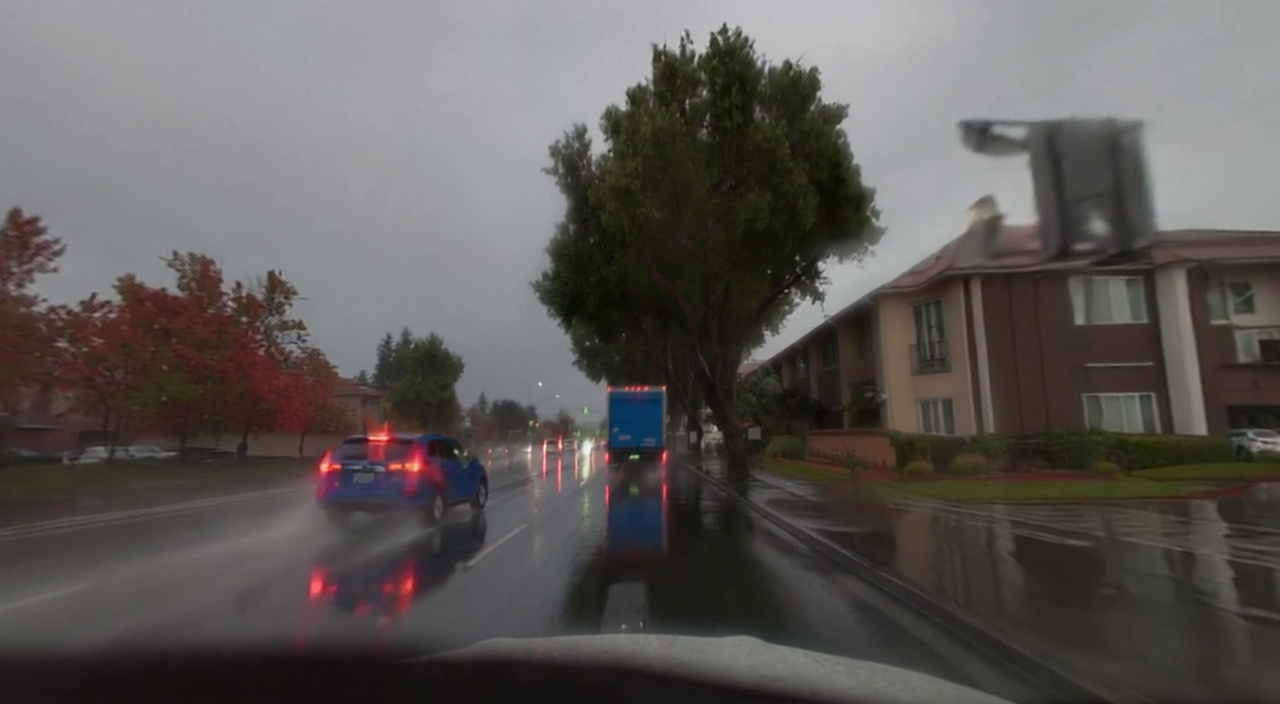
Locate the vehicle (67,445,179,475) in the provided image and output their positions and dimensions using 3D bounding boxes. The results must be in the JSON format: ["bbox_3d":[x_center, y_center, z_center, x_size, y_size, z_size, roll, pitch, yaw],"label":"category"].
[{"bbox_3d":[-35.963,7.498,43.772,5.845,1.983,2.215,-1,-8,2],"label":"vehicle"}]

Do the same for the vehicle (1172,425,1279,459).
[{"bbox_3d":[25.686,3.929,27.370,3.503,1.419,1.646,1,-8,-4],"label":"vehicle"}]

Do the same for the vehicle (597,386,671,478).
[{"bbox_3d":[-0.183,3.816,29.428,2.905,3.644,8.807,0,-8,1],"label":"vehicle"}]

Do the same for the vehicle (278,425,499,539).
[{"bbox_3d":[-4.058,2.164,11.111,2.078,1.597,4.355,0,-8,0],"label":"vehicle"}]
